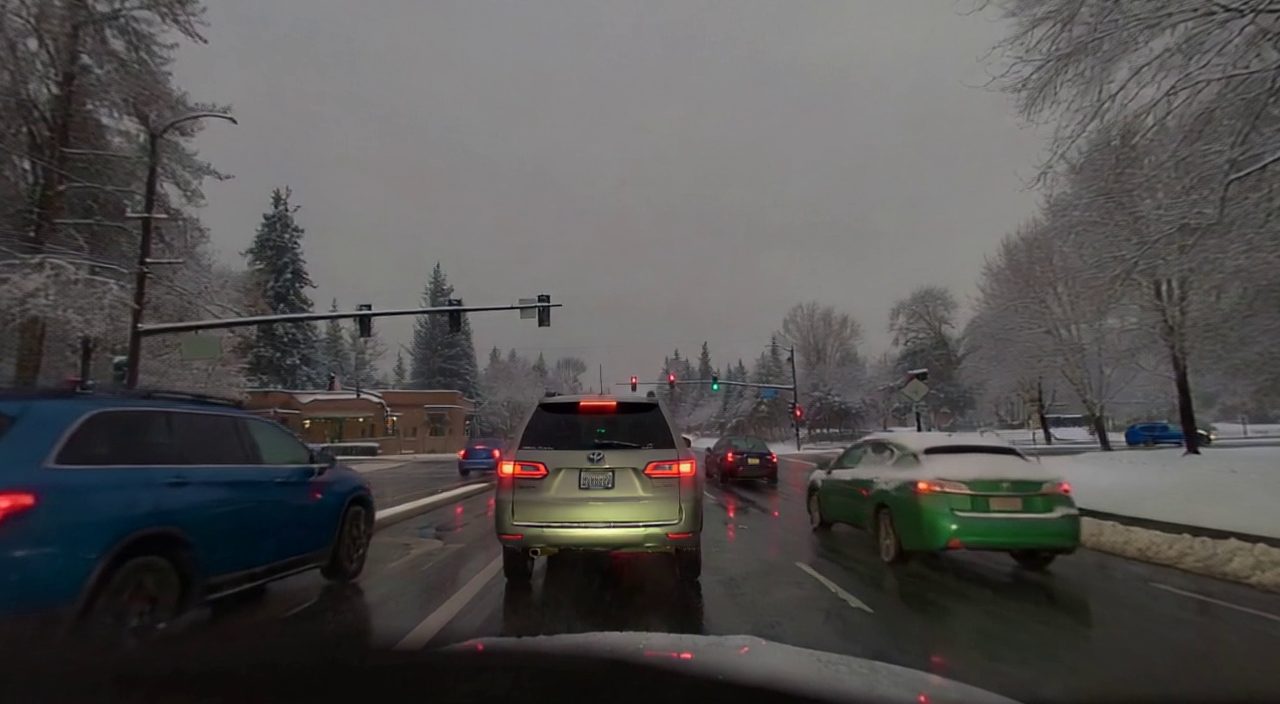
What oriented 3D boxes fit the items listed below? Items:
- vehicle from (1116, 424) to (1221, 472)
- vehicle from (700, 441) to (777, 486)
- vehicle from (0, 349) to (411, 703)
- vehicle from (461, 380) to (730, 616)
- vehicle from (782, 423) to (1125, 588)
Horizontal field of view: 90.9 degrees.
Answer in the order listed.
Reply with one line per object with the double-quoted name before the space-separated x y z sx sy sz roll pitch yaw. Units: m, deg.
"vehicle" 19.313 3.504 22.982 4.215 1.578 1.892 7 -11 -37
"vehicle" 3.366 3.898 22.385 2.104 1.441 4.240 0 -8 1
"vehicle" -3.707 1.147 4.845 2.160 1.666 4.583 0 -8 0
"vehicle" -0.351 1.438 7.091 2.064 1.817 4.298 0 -8 0
"vehicle" 3.353 1.721 7.934 2.121 1.494 4.208 0 -8 0
